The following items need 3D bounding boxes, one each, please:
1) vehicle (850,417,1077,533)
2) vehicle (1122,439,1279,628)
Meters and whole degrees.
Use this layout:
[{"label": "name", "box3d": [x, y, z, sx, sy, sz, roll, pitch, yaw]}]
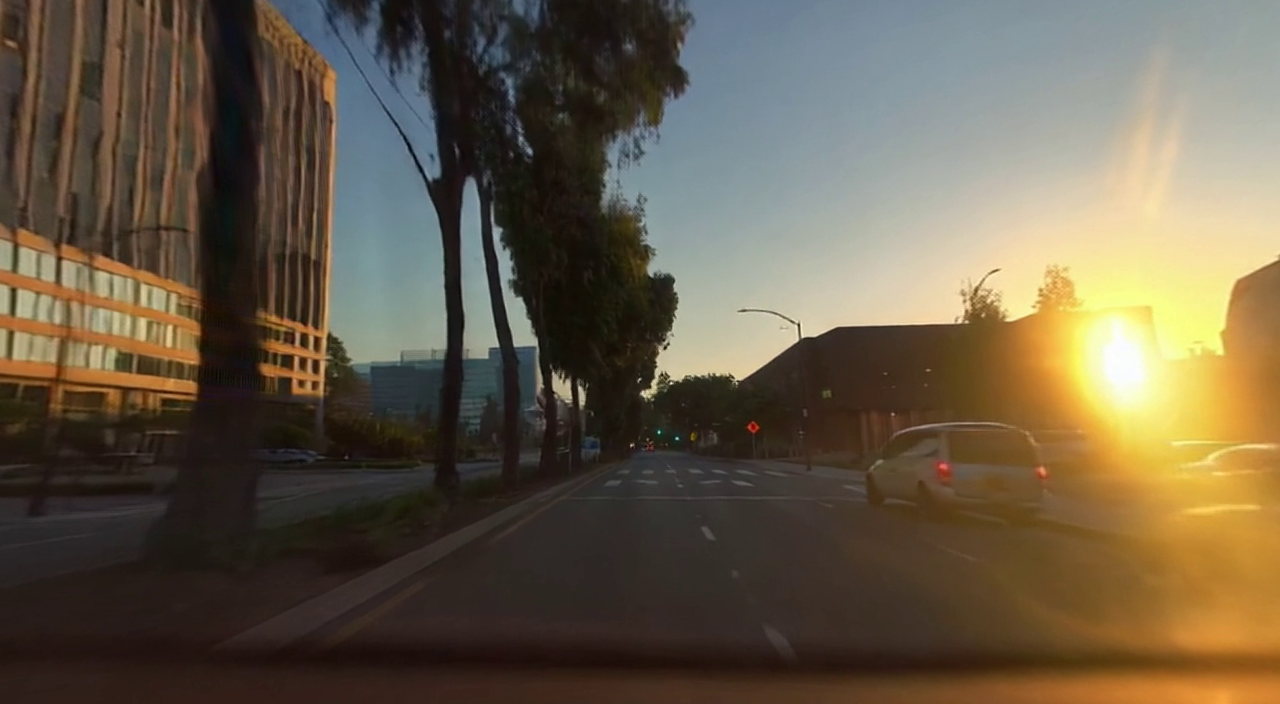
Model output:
[{"label": "vehicle", "box3d": [6.142, 2.386, 12.862, 2.045, 1.890, 4.876, 0, -8, 0]}, {"label": "vehicle", "box3d": [6.140, 1.365, 4.404, 1.948, 1.511, 4.623, 0, -8, 1]}]
